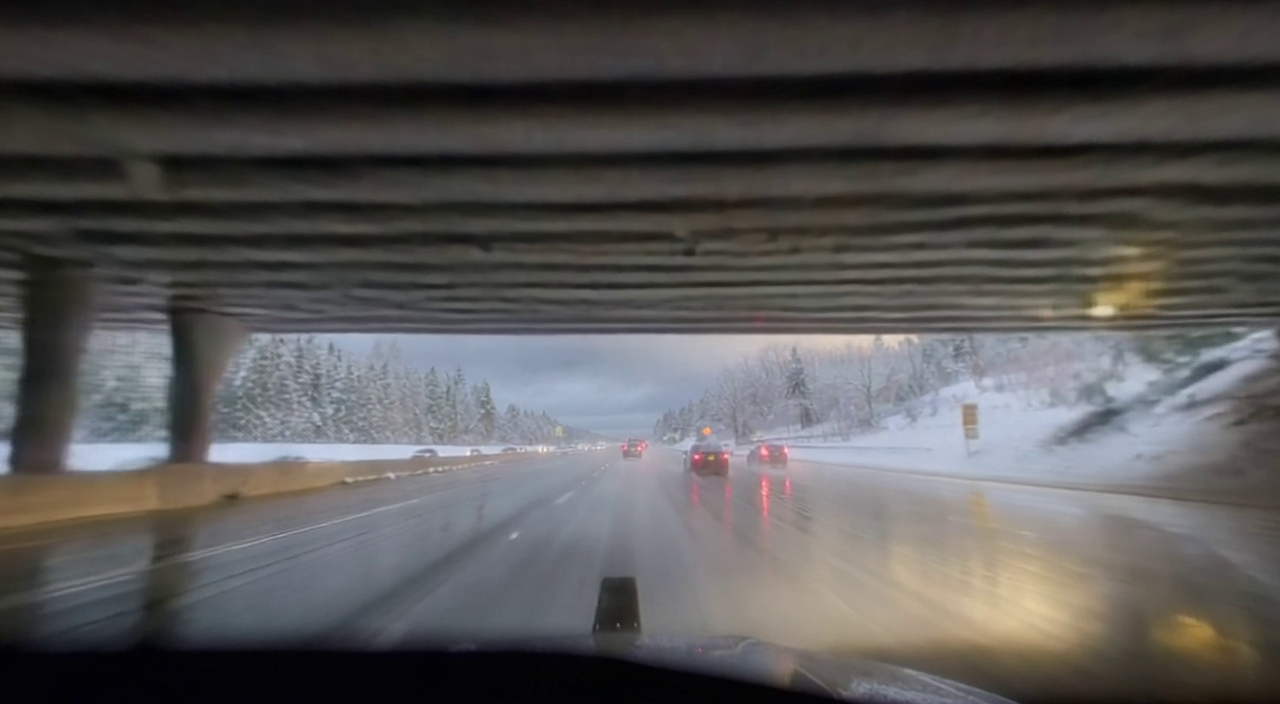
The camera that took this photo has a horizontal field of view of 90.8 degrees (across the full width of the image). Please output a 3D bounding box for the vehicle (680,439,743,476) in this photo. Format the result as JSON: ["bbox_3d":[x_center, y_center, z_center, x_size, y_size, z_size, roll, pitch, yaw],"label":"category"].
[{"bbox_3d":[3.025,4.606,27.775,2.076,1.472,4.562,0,-9,-2],"label":"vehicle"}]

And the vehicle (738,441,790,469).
[{"bbox_3d":[6.973,5.849,36.056,1.946,1.497,4.467,0,-9,-2],"label":"vehicle"}]

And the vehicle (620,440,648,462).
[{"bbox_3d":[-0.488,7.422,47.369,2.029,1.595,4.207,0,-8,-1],"label":"vehicle"}]
